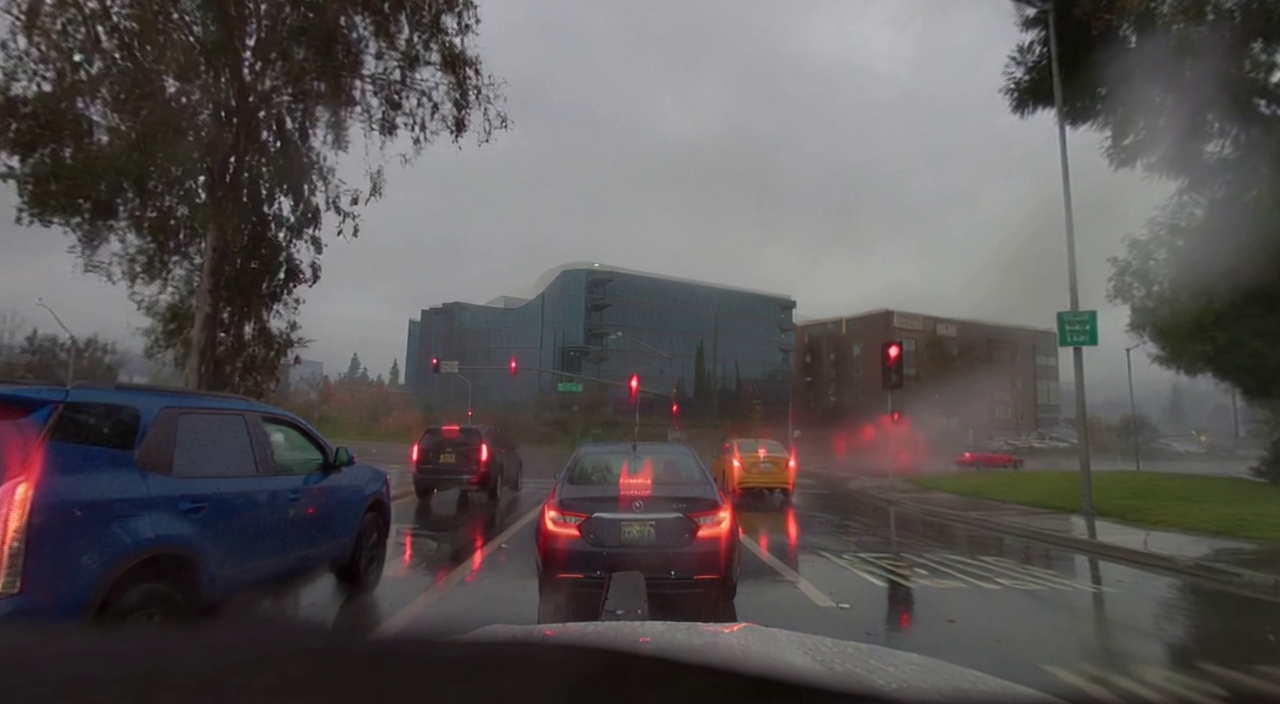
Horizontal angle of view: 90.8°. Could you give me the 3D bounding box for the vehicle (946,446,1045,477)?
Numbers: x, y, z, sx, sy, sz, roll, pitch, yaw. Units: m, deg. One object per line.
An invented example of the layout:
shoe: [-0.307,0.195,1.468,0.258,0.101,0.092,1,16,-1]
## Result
vehicle: [22.310,6.862,39.784,4.874,1.854,2.230,0,-9,-3]

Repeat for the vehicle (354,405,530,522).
vehicle: [-3.880,2.315,13.695,2.305,1.984,5.586,0,-8,-3]

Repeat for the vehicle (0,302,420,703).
vehicle: [-3.139,1.012,4.141,1.924,1.737,4.387,0,-8,-2]

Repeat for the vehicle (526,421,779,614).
vehicle: [-0.060,1.628,7.267,2.001,1.483,4.442,0,-8,-4]
